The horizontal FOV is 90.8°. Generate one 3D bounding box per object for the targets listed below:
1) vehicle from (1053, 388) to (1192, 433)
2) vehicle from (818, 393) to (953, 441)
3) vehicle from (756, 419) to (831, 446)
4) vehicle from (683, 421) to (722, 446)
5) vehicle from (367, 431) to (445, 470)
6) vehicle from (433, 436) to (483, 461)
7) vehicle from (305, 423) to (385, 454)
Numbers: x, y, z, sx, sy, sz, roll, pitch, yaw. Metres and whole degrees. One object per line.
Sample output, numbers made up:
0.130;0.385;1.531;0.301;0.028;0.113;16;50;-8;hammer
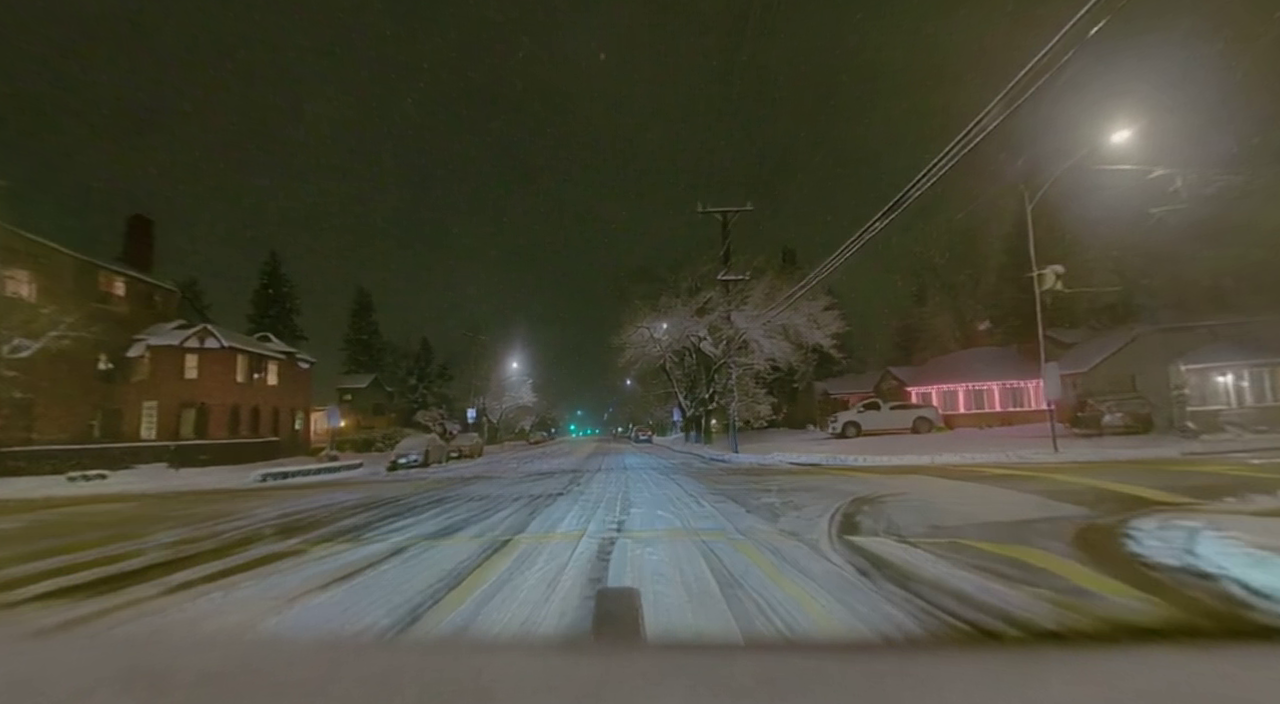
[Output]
22.781;2.785;29.968;4.831;2.013;2.082;0;-8;-2;vehicle
13.167;3.608;34.196;6.244;2.050;2.209;-10;-13;38;vehicle
10.365;5.485;42.830;4.512;1.477;1.927;-3;-9;-3;vehicle
4.708;6.239;48.115;2.184;1.770;4.651;0;-8;-4;vehicle
-11.302;4.786;30.864;2.037;1.755;4.434;0;-8;1;vehicle
-11.197;5.991;39.259;1.948;1.410;4.361;0;-8;-2;vehicle
-21.134;6.239;45.355;4.828;2.134;2.187;-3;-9;16;vehicle
